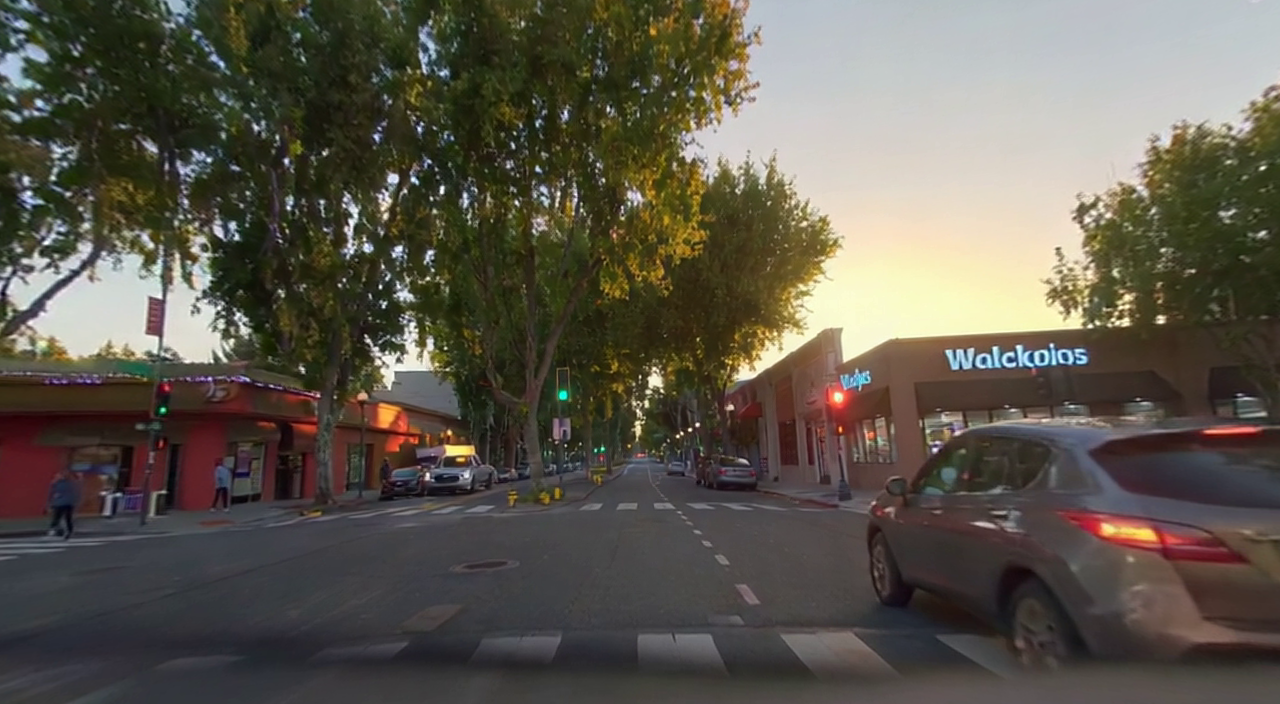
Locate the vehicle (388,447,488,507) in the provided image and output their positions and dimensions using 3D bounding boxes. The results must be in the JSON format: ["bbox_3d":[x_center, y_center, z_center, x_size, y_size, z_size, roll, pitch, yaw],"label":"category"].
[{"bbox_3d":[-8.776,5.438,28.172,2.489,2.323,5.843,0,-8,0],"label":"vehicle"}]

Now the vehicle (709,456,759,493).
[{"bbox_3d":[5.195,6.809,35.544,2.010,1.844,4.386,0,-8,-2],"label":"vehicle"}]

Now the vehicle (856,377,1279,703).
[{"bbox_3d":[2.737,1.124,3.854,1.822,1.654,2.794,0,-8,1],"label":"vehicle"}]

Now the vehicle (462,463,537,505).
[{"bbox_3d":[-5.744,5.436,26.424,1.983,1.438,4.559,0,-8,1],"label":"vehicle"}]
